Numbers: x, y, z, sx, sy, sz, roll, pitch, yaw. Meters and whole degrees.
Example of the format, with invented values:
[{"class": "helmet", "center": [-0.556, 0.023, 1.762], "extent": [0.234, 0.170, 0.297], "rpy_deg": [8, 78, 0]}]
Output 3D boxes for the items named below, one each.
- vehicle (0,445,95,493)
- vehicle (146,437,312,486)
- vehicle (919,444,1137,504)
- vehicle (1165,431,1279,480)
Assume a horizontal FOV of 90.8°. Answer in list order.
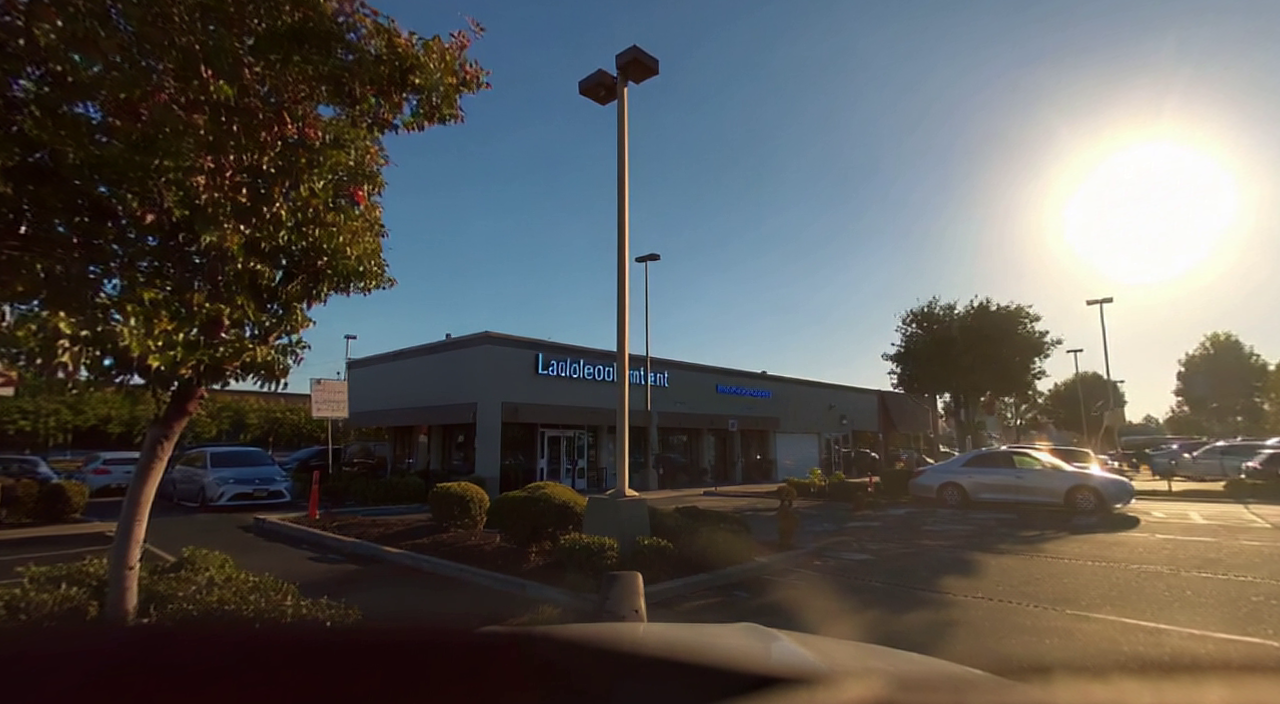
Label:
[{"class": "vehicle", "center": [-19.430, 3.563, 19.214], "extent": [1.790, 1.396, 4.000], "rpy_deg": [-9, -12, 40]}, {"class": "vehicle", "center": [-15.216, 4.039, 23.602], "extent": [1.921, 1.632, 4.752], "rpy_deg": [-8, -11, 42]}, {"class": "vehicle", "center": [10.669, 3.310, 17.638], "extent": [4.772, 1.441, 1.976], "rpy_deg": [-8, -12, 43]}, {"class": "vehicle", "center": [23.370, 3.918, 24.022], "extent": [4.939, 1.664, 2.055], "rpy_deg": [-10, -10, 42]}]
